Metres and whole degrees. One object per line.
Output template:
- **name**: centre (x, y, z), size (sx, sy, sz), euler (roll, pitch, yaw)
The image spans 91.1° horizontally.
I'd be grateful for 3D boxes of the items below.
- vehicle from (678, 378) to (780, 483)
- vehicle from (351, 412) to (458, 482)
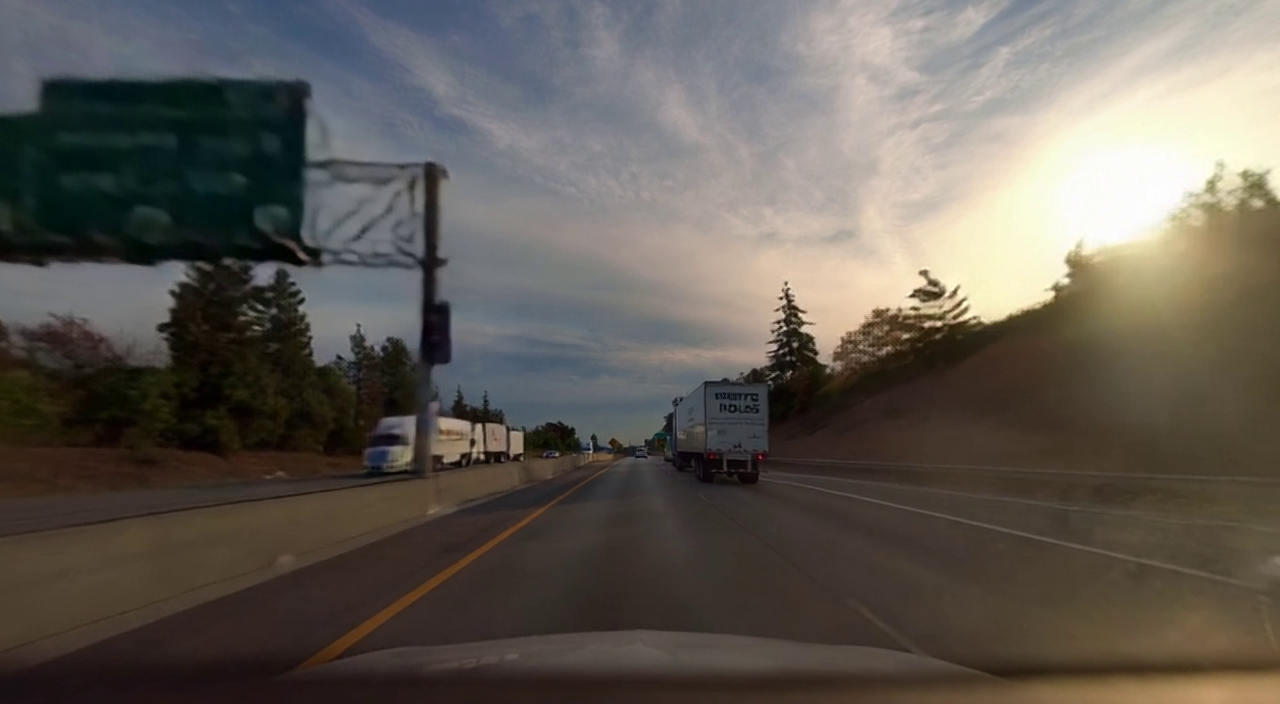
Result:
- **vehicle**: centre (3.856, 4.150, 31.549), size (2.926, 4.060, 14.068), euler (0, -9, -1)
- **vehicle**: centre (-12.811, 5.316, 35.120), size (2.901, 3.451, 7.721), euler (0, -9, 0)
